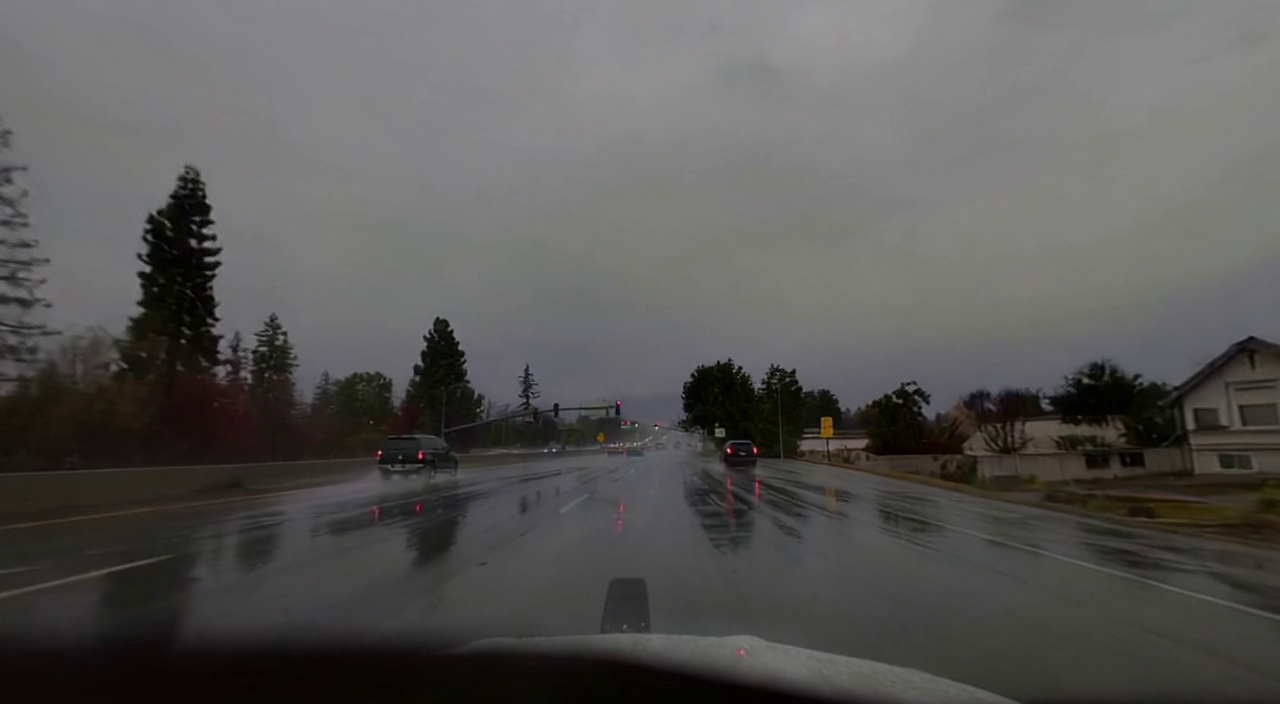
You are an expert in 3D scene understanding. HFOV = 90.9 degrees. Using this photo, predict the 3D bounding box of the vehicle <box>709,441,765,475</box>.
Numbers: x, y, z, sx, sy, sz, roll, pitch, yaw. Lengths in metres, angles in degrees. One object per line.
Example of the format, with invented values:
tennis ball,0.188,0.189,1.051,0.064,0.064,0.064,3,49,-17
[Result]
vehicle,4.531,5.032,30.120,2.100,1.472,4.533,0,-8,2

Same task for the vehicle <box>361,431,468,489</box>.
vehicle,-7.989,3.866,22.934,2.122,1.847,4.696,0,-8,0
